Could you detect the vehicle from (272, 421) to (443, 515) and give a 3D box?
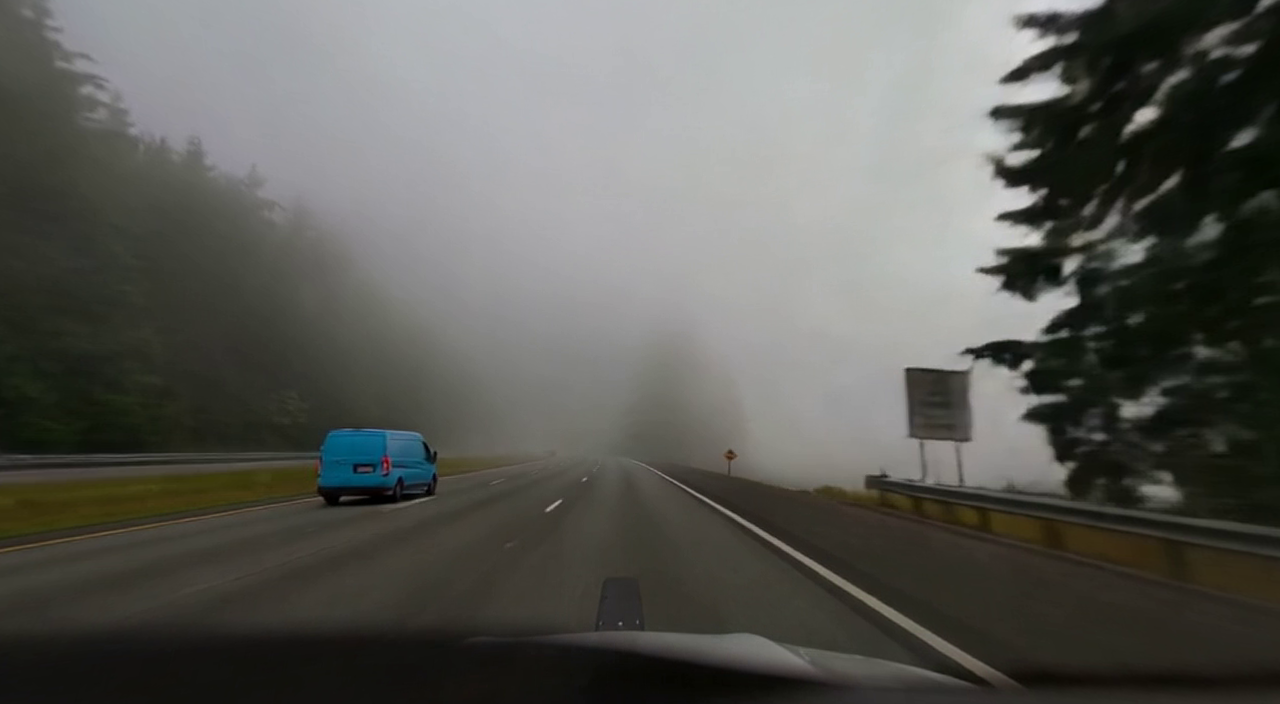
[{"bbox_3d":[-6.972,2.937,16.363,2.197,2.038,4.919,0,-9,-1],"label":"vehicle"}]
